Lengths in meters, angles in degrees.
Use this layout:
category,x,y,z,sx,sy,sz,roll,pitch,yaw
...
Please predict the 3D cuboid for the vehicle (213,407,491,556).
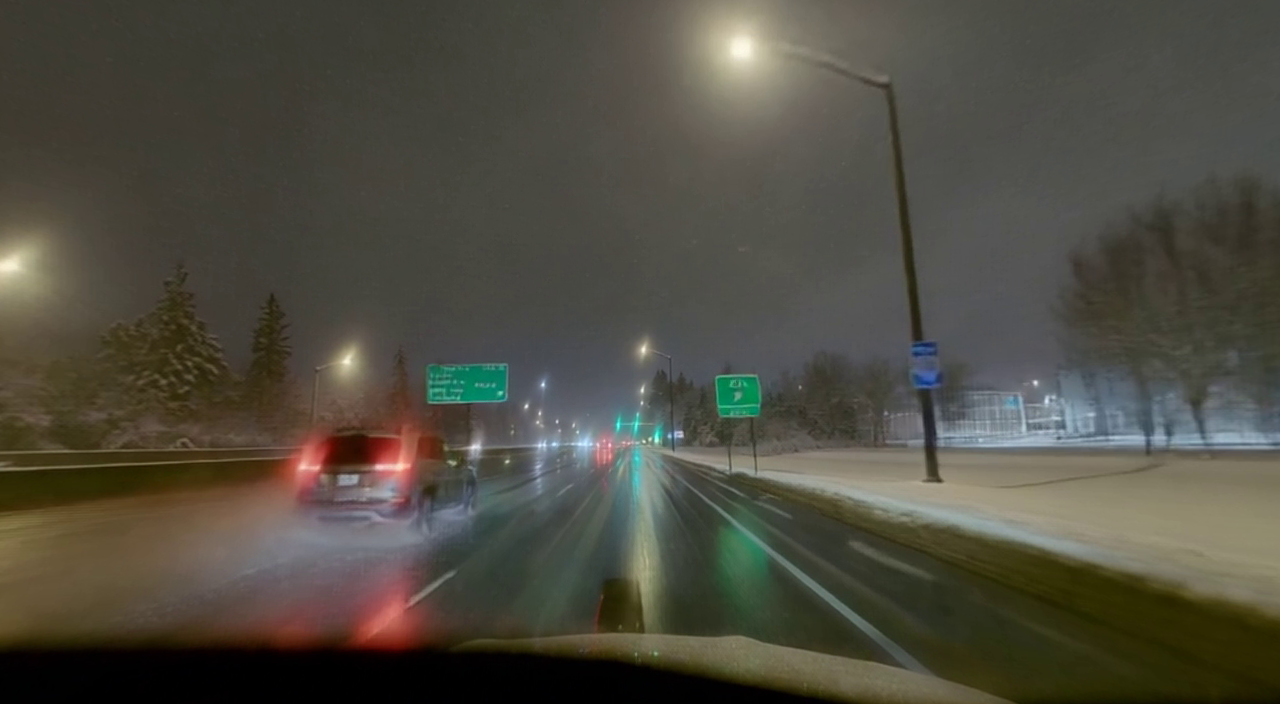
category,x,y,z,sx,sy,sz,roll,pitch,yaw
vehicle,-4.006,1.884,9.961,2.150,1.761,4.697,0,-8,0
